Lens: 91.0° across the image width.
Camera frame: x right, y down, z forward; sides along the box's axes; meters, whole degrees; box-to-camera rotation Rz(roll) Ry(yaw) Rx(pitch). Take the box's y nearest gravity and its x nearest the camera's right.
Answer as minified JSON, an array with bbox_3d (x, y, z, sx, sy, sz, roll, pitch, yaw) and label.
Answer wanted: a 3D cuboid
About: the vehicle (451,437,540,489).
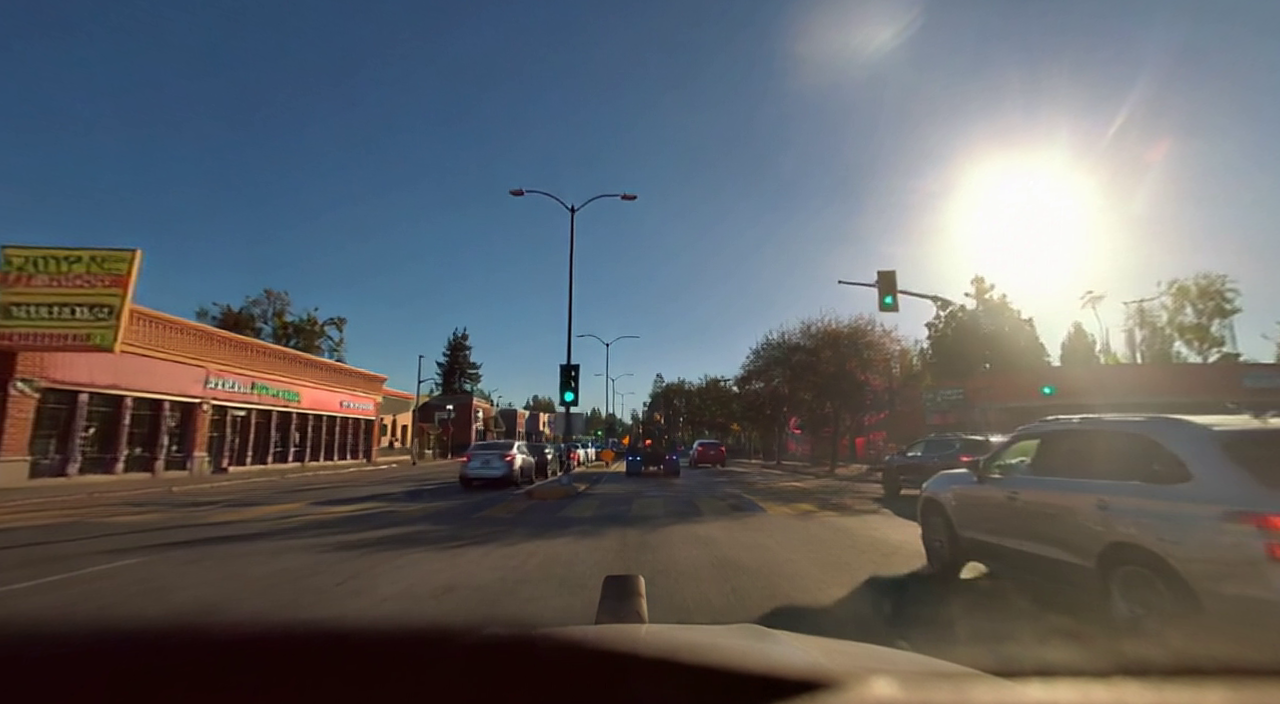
[{"bbox_3d":[-4.633,3.610,20.916,2.001,1.518,4.316,0,-8,-1],"label":"vehicle"}]

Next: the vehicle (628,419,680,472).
[{"bbox_3d":[0.663,4.854,32.931,2.370,2.518,3.858,-1,-7,-3],"label":"vehicle"}]

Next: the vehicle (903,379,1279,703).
[{"bbox_3d":[3.602,1.156,4.151,2.025,1.618,3.949,0,-8,0],"label":"vehicle"}]

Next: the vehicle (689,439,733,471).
[{"bbox_3d":[4.072,5.942,36.720,2.025,1.754,4.311,0,-8,-1],"label":"vehicle"}]
